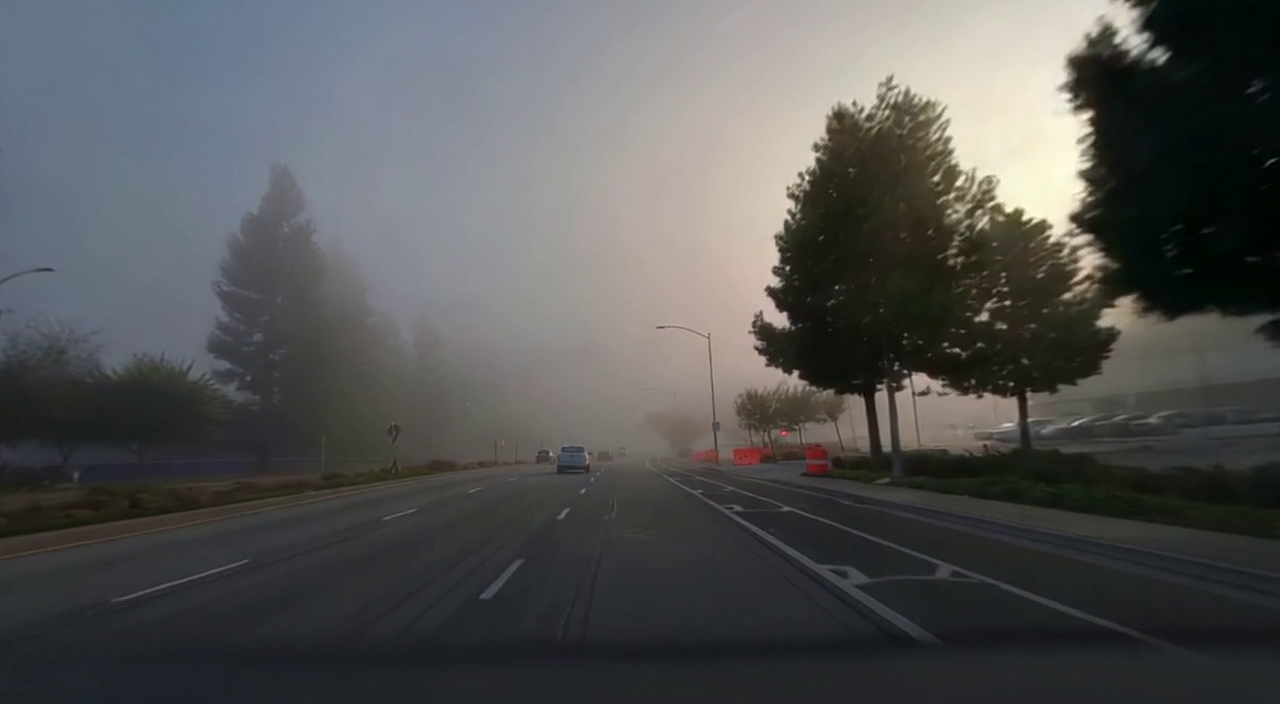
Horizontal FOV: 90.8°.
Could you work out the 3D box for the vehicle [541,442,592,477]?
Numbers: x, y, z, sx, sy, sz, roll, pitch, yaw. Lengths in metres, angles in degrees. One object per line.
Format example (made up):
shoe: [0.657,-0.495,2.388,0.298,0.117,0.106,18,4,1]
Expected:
vehicle: [-3.651,5.421,32.088,2.121,1.654,3.993,0,-8,0]
